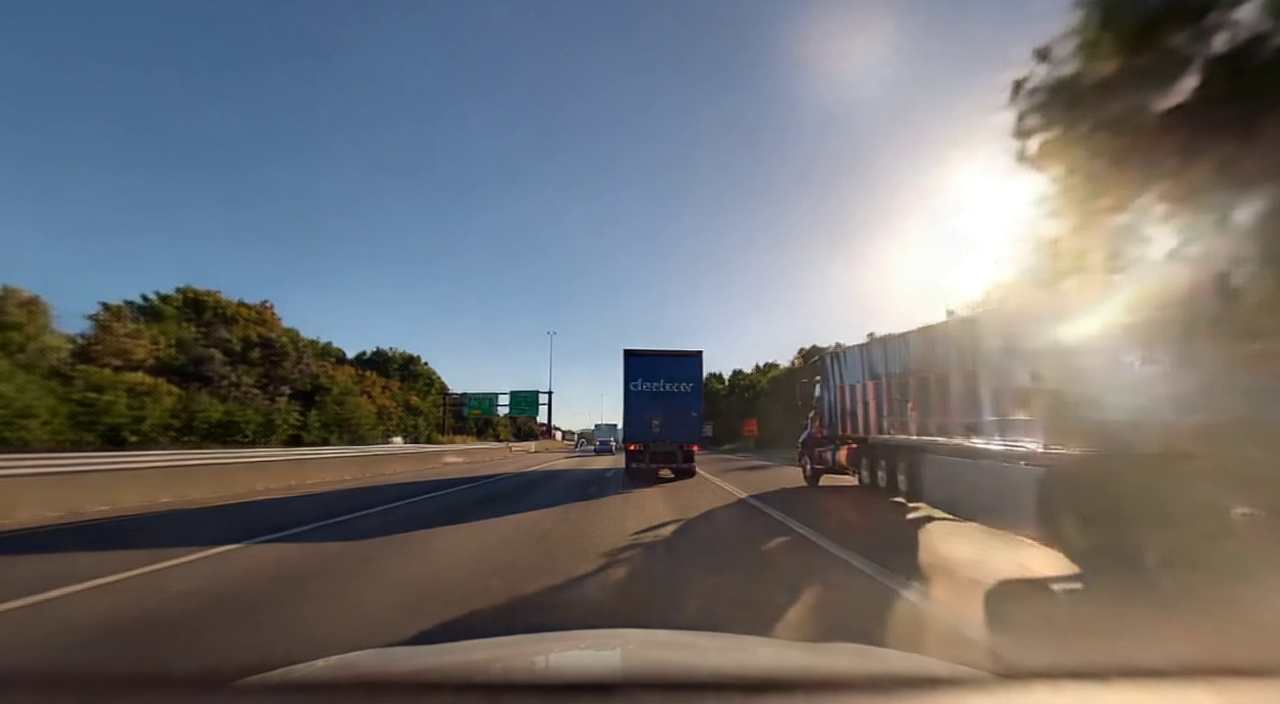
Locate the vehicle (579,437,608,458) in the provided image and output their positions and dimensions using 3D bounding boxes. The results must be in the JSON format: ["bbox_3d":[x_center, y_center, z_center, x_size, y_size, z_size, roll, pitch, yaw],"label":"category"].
[{"bbox_3d":[-3.524,7.178,47.478,2.075,1.509,3.835,0,-8,-4],"label":"vehicle"}]

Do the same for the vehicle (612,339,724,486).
[{"bbox_3d":[0.729,2.232,21.561,2.920,3.860,10.035,0,-8,0],"label":"vehicle"}]
